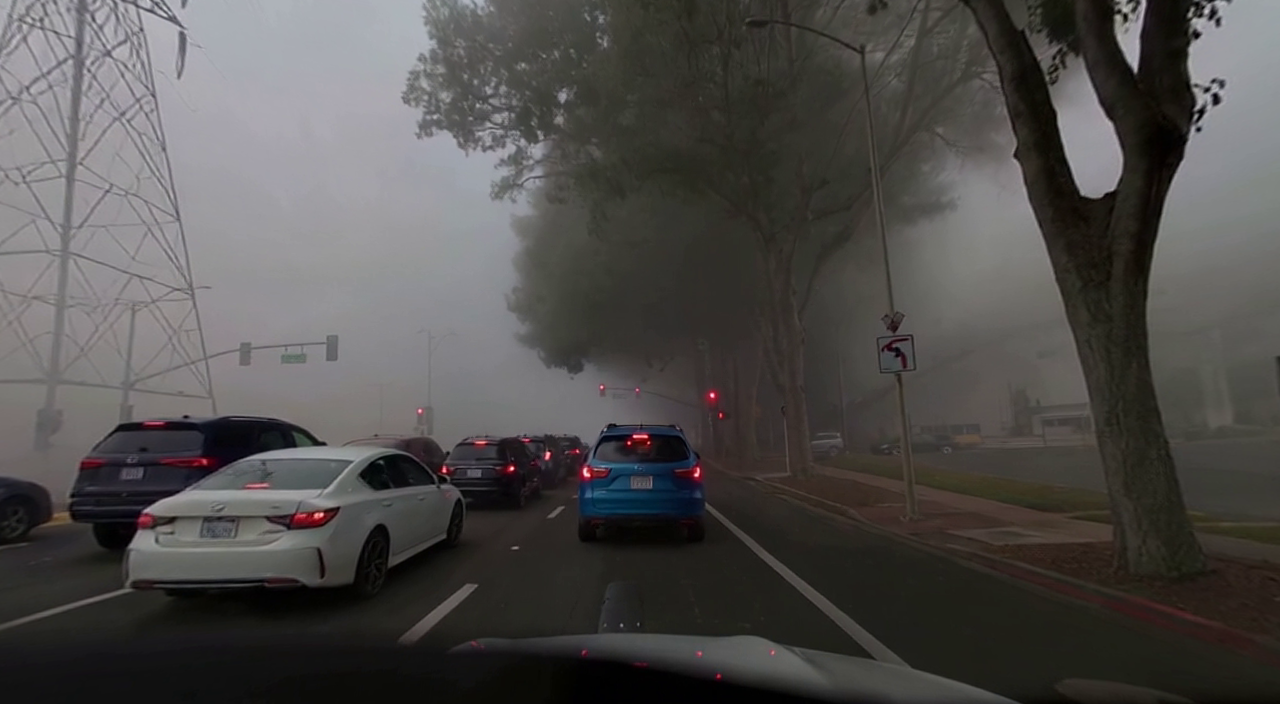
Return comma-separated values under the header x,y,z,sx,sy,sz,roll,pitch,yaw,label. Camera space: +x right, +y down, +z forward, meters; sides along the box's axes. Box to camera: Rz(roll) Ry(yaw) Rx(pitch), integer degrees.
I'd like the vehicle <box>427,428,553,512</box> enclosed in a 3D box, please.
x,y,z,sx,sy,sz,roll,pitch,yaw,label
-3.243,2.631,14.506,1.997,1.636,3.760,0,-8,-1,vehicle

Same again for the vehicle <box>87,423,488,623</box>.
x,y,z,sx,sy,sz,roll,pitch,yaw,label
-3.181,1.609,7.028,1.973,1.469,4.448,0,-8,-1,vehicle

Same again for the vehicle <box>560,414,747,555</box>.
x,y,z,sx,sy,sz,roll,pitch,yaw,label
0.101,1.902,9.763,2.239,1.661,4.224,0,-8,-2,vehicle

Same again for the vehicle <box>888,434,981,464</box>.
x,y,z,sx,sy,sz,roll,pitch,yaw,label
15.127,4.986,32.575,3.858,1.437,1.899,0,-8,-4,vehicle
